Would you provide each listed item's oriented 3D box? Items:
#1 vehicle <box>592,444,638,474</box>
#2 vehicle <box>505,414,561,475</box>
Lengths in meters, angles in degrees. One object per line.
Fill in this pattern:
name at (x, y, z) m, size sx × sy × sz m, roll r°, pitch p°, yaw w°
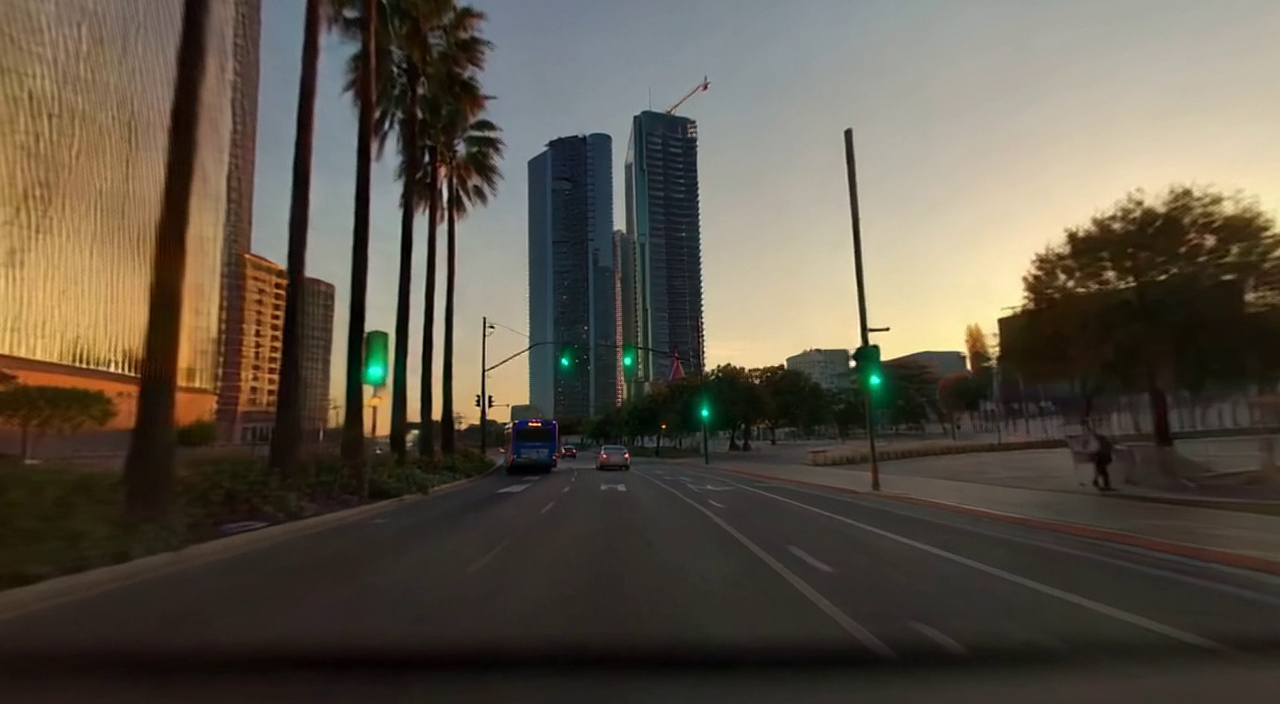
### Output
vehicle at (-1.439, 5.737, 34.092) m, size 2.107 × 1.481 × 4.097 m, roll 1°, pitch -8°, yaw -8°
vehicle at (-5.838, 5.229, 35.673) m, size 2.678 × 3.042 × 8.474 m, roll 1°, pitch -9°, yaw -7°
